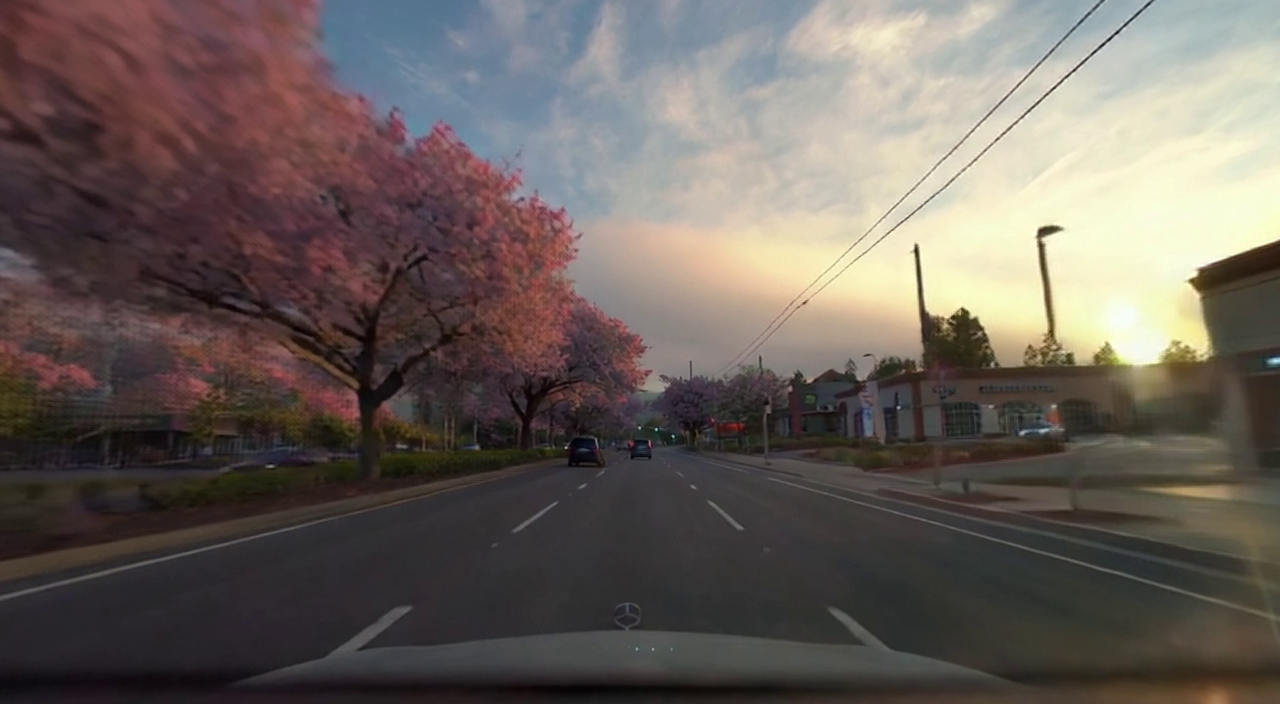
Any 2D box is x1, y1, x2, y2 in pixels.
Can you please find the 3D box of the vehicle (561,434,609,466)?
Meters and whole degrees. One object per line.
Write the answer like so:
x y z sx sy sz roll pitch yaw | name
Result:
-3.414 6.206 39.922 2.453 1.844 4.751 0 -8 2 | vehicle

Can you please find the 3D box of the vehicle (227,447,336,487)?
-14.795 4.726 26.265 1.854 1.475 4.448 0 -8 1 | vehicle

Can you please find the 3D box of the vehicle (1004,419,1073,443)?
27.391 5.453 43.156 4.677 1.583 1.955 5 -10 -30 | vehicle
